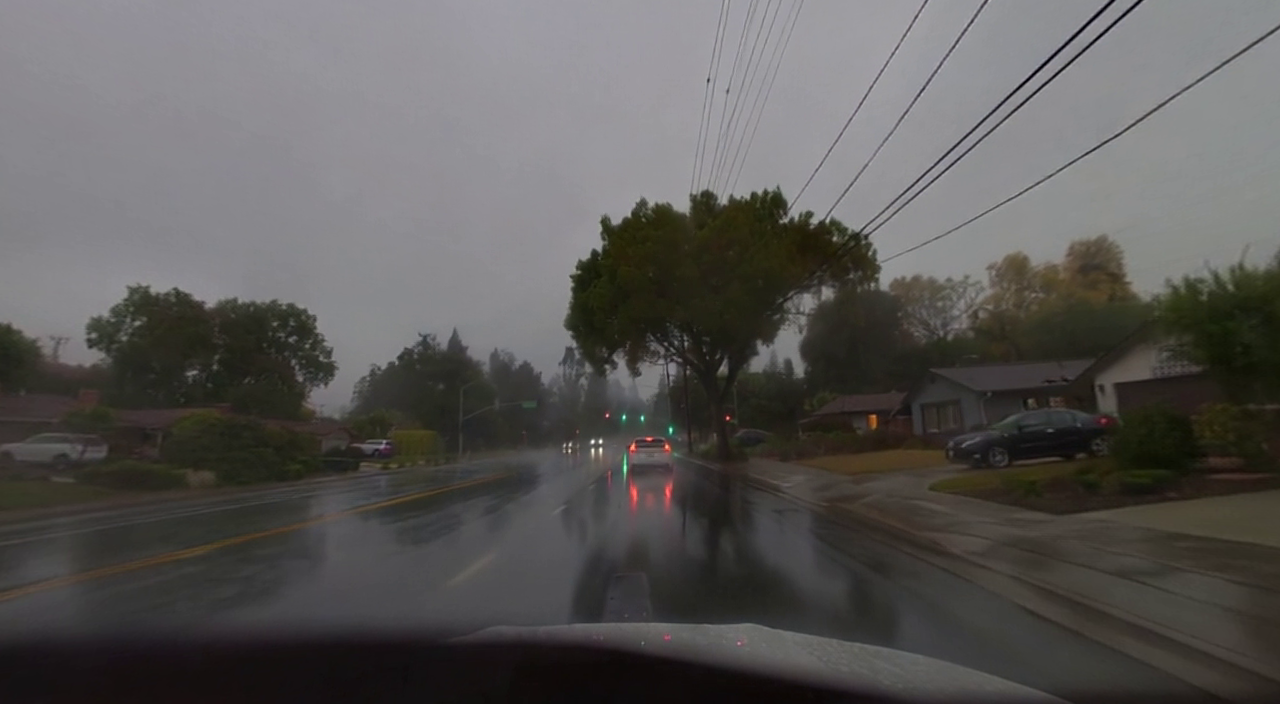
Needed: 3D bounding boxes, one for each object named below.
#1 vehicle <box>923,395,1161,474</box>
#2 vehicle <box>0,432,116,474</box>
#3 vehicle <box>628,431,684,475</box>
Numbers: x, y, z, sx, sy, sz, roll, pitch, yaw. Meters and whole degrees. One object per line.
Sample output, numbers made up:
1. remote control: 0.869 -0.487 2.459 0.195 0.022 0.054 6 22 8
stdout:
1. vehicle: 10.235 2.145 16.361 4.746 1.485 1.916 -6 -8 0
2. vehicle: -28.443 4.876 30.596 5.100 1.864 2.490 -4 -9 25
3. vehicle: 0.617 4.053 25.342 2.088 1.607 3.903 0 -9 1
